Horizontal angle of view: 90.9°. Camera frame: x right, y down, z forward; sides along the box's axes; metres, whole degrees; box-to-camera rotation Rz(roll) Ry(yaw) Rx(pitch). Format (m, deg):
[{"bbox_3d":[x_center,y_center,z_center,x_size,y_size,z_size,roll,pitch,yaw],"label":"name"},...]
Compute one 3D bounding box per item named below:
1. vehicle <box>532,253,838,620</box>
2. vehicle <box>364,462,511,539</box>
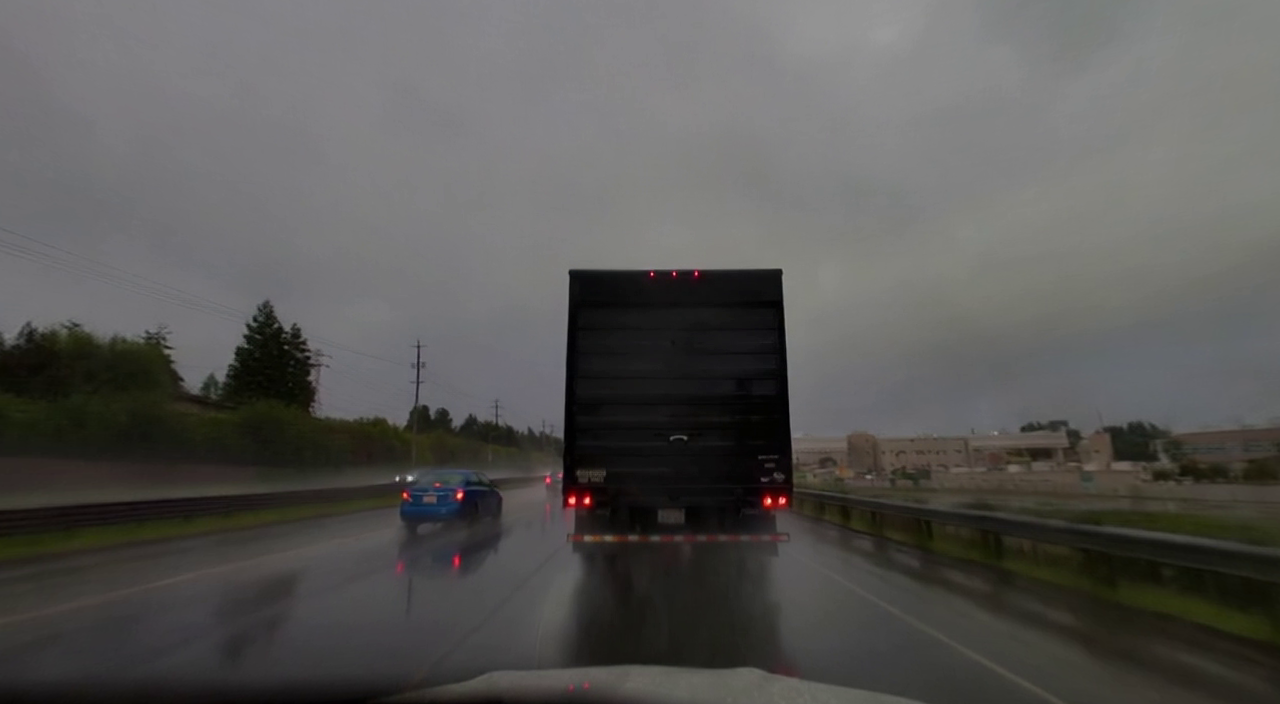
[{"bbox_3d":[0.607,1.525,10.430,2.831,3.529,8.689,0,-11,3],"label":"vehicle"},{"bbox_3d":[-4.444,3.342,14.644,1.891,1.469,4.431,1,-11,0],"label":"vehicle"}]
